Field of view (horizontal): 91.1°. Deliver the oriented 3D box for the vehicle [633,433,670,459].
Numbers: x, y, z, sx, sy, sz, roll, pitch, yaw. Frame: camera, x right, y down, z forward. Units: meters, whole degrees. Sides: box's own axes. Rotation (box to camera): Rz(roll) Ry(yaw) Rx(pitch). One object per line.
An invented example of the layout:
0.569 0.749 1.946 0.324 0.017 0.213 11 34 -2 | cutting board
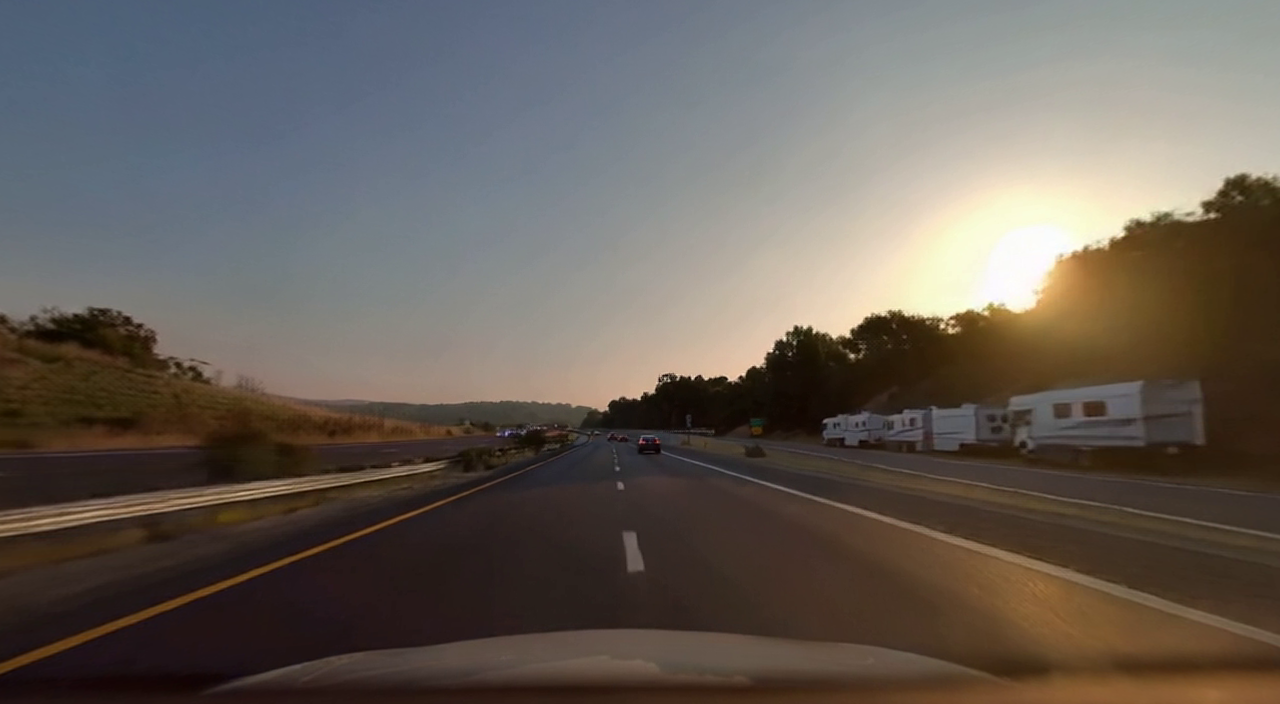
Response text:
0.670 5.961 40.052 2.037 1.504 4.248 0 -8 -3 | vehicle
